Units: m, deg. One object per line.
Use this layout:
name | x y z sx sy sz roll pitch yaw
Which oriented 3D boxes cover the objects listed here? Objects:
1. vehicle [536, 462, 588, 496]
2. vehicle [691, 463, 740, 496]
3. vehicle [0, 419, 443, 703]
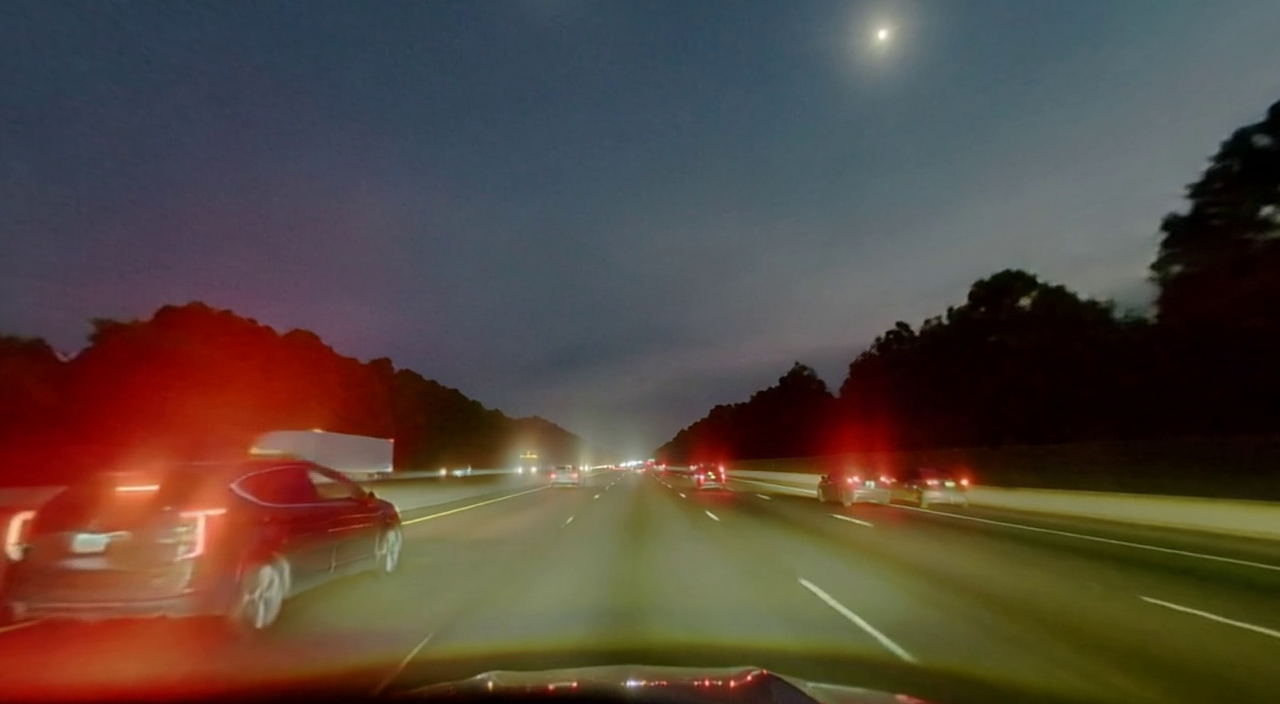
vehicle | -3.686 6.111 30.507 2.000 1.484 3.995 1 -11 -1
vehicle | 3.724 6.389 31.791 1.981 1.516 4.109 1 -11 0
vehicle | -3.541 1.520 5.604 2.004 1.468 4.812 1 -11 0
